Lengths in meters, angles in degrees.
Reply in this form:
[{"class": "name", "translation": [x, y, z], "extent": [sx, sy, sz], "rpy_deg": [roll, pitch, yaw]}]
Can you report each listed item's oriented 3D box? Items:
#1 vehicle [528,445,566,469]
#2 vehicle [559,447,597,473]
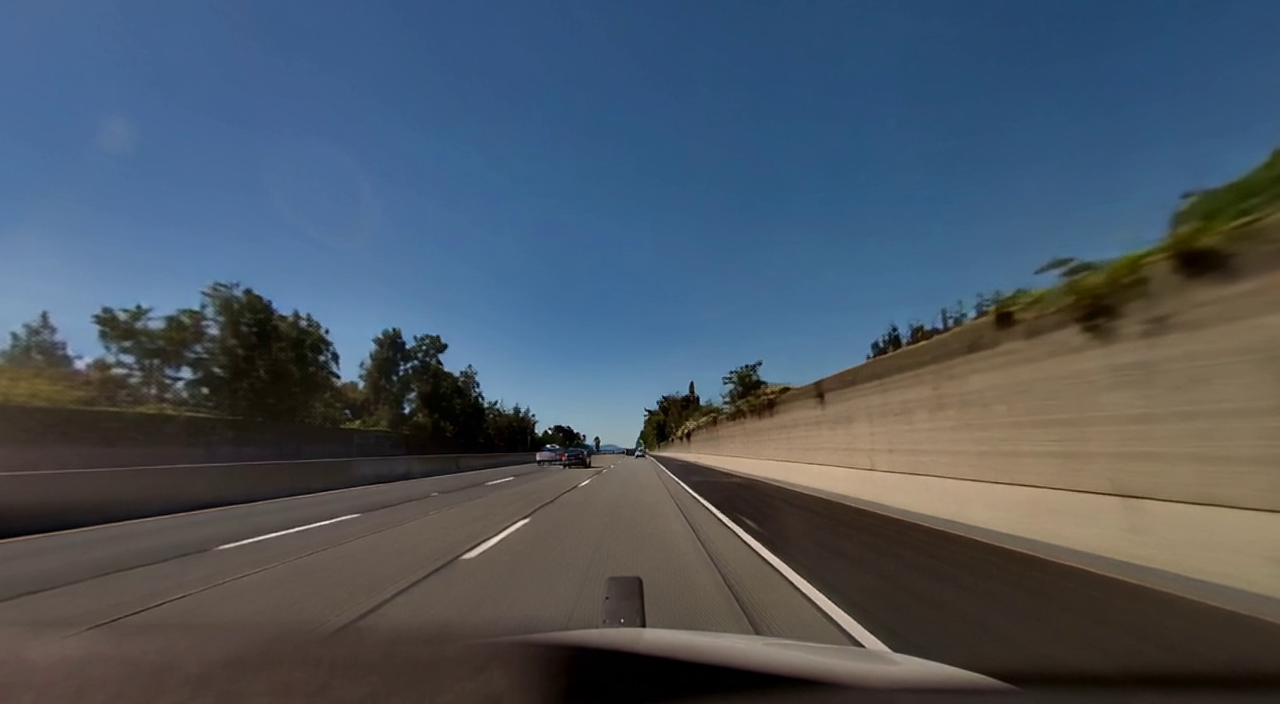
[{"class": "vehicle", "translation": [-7.075, 8.027, 48.514], "extent": [2.173, 1.722, 4.869], "rpy_deg": [0, -9, 1]}, {"class": "vehicle", "translation": [-3.747, 6.605, 38.690], "extent": [1.893, 1.521, 3.742], "rpy_deg": [0, -9, 0]}]
